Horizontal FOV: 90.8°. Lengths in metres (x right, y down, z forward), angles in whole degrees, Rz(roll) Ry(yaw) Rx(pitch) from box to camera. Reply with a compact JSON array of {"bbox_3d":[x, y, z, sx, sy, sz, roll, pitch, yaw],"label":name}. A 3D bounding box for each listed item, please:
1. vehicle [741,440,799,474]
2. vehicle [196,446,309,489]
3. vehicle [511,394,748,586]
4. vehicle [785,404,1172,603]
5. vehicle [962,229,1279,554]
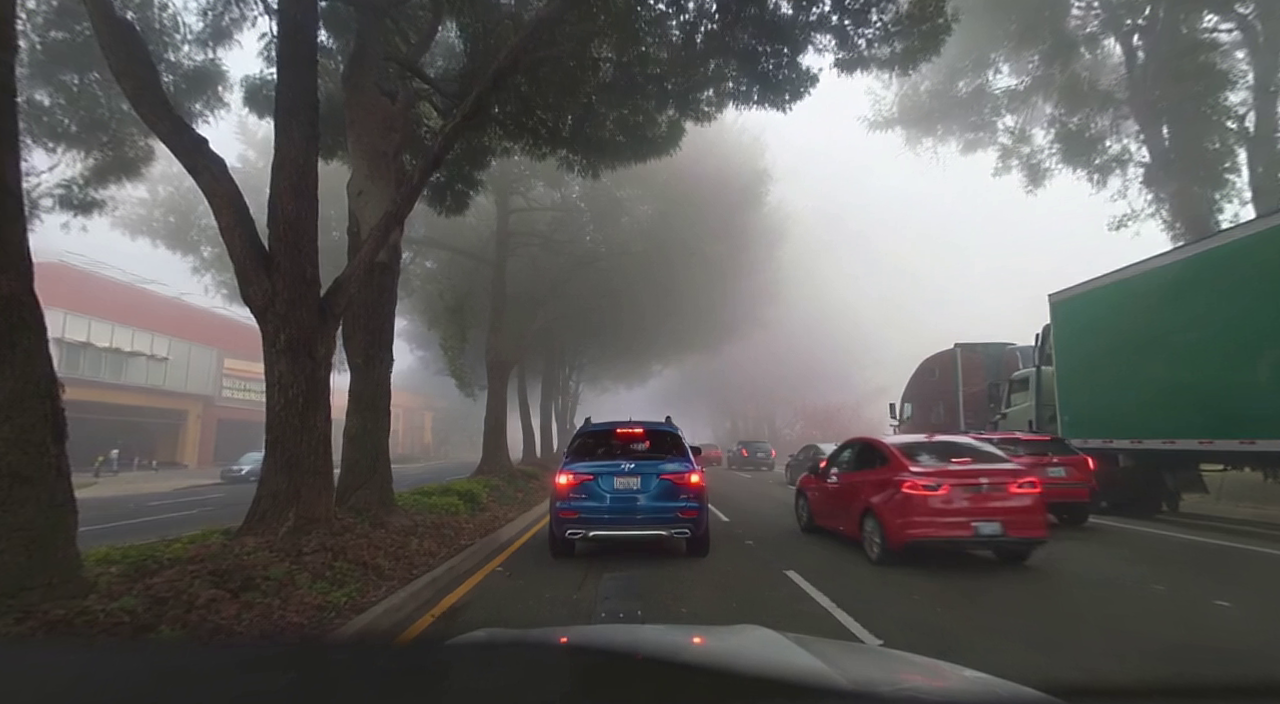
[{"bbox_3d":[6.312,5.126,31.102,1.914,1.523,4.287,0,-9,0],"label":"vehicle"},{"bbox_3d":[-19.340,5.746,31.904,2.302,1.939,5.221,0,-9,0],"label":"vehicle"},{"bbox_3d":[-0.115,1.673,8.412,2.320,1.880,4.192,0,-9,0],"label":"vehicle"},{"bbox_3d":[3.358,1.607,7.616,2.123,1.648,4.547,0,-9,0],"label":"vehicle"},{"bbox_3d":[9.990,0.414,7.705,2.879,4.284,17.334,0,-9,-1],"label":"vehicle"}]
